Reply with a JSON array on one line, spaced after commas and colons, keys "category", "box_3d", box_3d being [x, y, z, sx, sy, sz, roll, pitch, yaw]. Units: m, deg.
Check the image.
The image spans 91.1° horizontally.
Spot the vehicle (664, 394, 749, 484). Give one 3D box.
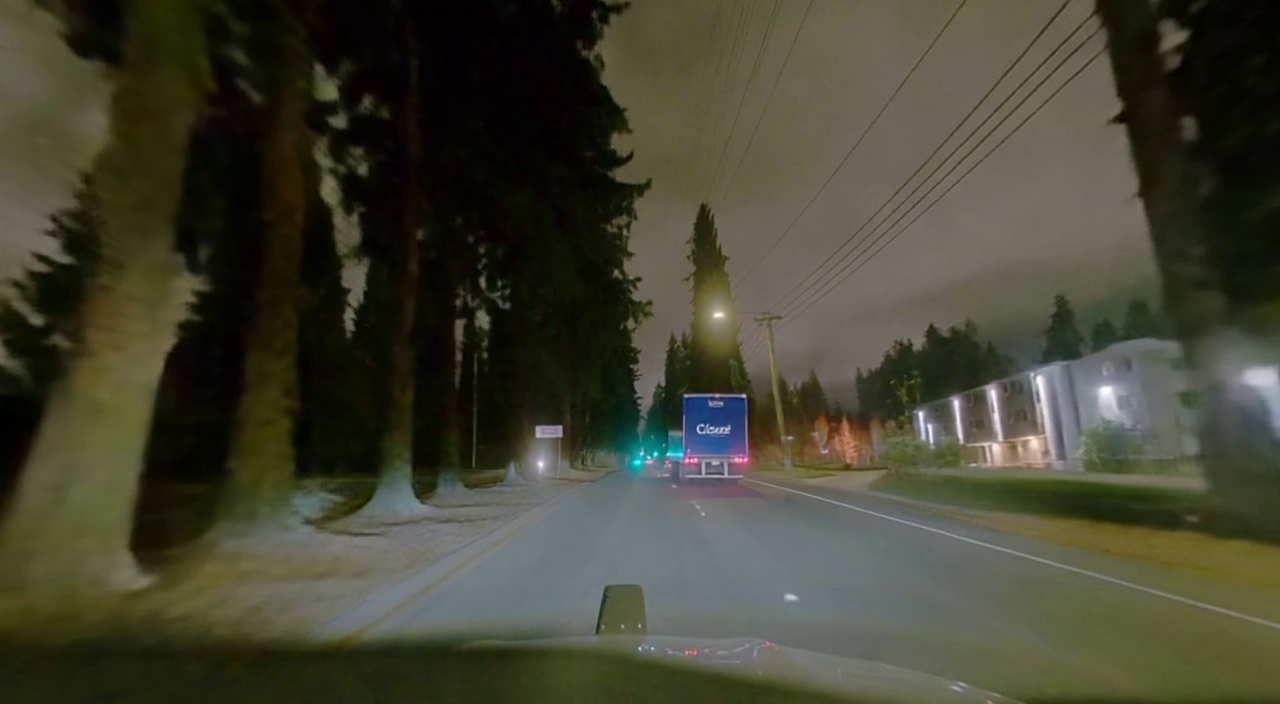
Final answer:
[{"category": "vehicle", "box_3d": [3.046, 4.452, 31.819, 2.973, 3.848, 9.336, 0, -9, -2]}]
